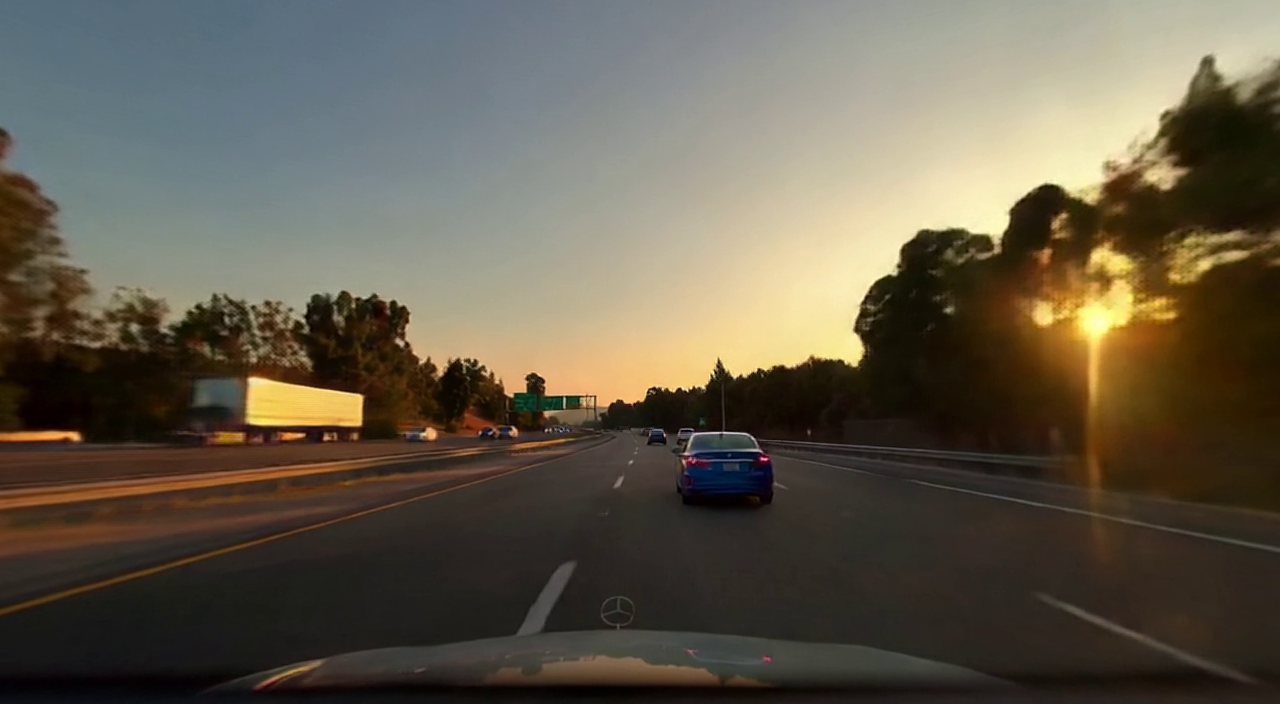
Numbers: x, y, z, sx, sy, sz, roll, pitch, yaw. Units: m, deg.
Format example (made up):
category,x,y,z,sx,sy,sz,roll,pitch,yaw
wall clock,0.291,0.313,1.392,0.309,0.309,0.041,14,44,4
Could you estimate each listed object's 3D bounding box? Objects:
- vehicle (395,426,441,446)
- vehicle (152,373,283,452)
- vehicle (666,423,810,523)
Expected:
category,x,y,z,sx,sy,sz,roll,pitch,yaw
vehicle,-16.616,6.315,47.381,1.875,1.454,4.252,0,-8,1
vehicle,-23.091,3.430,34.911,2.981,4.002,5.893,0,-8,1
vehicle,1.520,2.053,11.393,1.977,1.443,4.225,0,-8,1
